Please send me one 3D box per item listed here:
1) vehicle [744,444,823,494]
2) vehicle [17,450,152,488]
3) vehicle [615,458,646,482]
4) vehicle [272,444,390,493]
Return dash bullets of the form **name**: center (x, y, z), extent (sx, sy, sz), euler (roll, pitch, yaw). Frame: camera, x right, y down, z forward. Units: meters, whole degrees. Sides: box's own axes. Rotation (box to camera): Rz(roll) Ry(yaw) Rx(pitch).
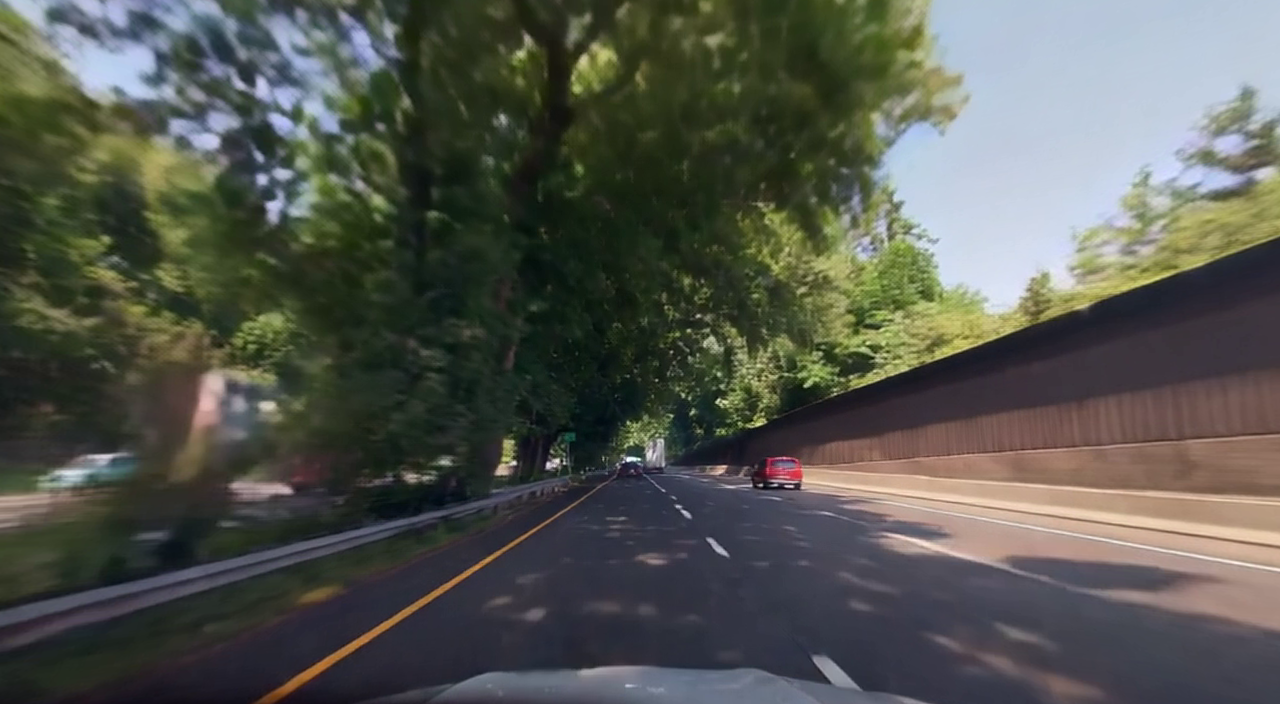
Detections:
- **vehicle**: center (5.591, 4.681, 25.227), extent (1.998, 1.776, 4.663), euler (1, -10, -1)
- **vehicle**: center (-27.516, 5.855, 31.518), extent (1.980, 1.699, 5.236), euler (1, -10, -1)
- **vehicle**: center (-0.700, 8.004, 42.821), extent (1.987, 1.467, 3.903), euler (1, -10, -2)
- **vehicle**: center (-11.398, 4.368, 23.710), extent (1.952, 1.618, 4.859), euler (1, -10, 0)
